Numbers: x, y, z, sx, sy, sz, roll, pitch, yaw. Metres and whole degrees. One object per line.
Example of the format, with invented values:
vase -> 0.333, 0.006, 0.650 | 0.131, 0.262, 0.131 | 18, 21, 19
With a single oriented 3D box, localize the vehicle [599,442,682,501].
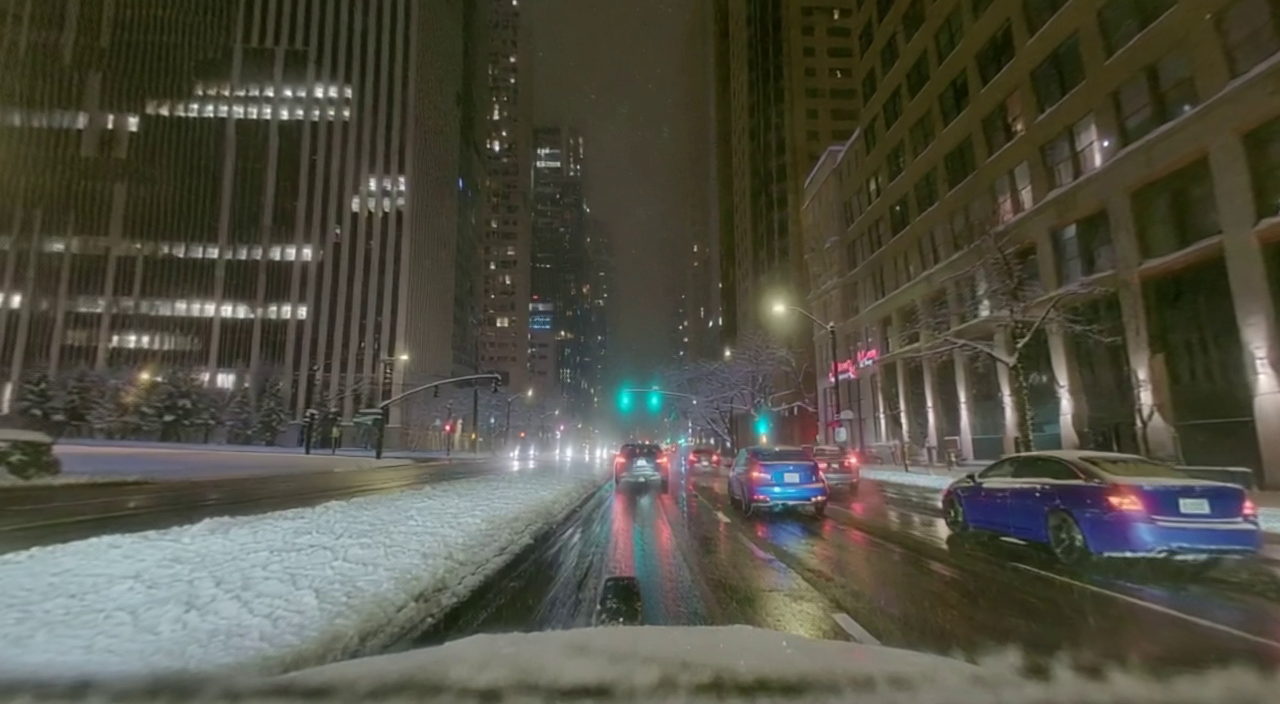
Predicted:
vehicle -> 0.009, 3.332, 18.086 | 2.096, 1.457, 4.160 | 0, -8, 0

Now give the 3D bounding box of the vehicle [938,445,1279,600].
vehicle -> 6.151, 2.018, 8.545 | 1.914, 1.484, 4.639 | 0, -8, -1

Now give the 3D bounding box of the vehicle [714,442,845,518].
vehicle -> 3.023, 2.857, 14.733 | 1.987, 1.484, 4.427 | 0, -8, -1
